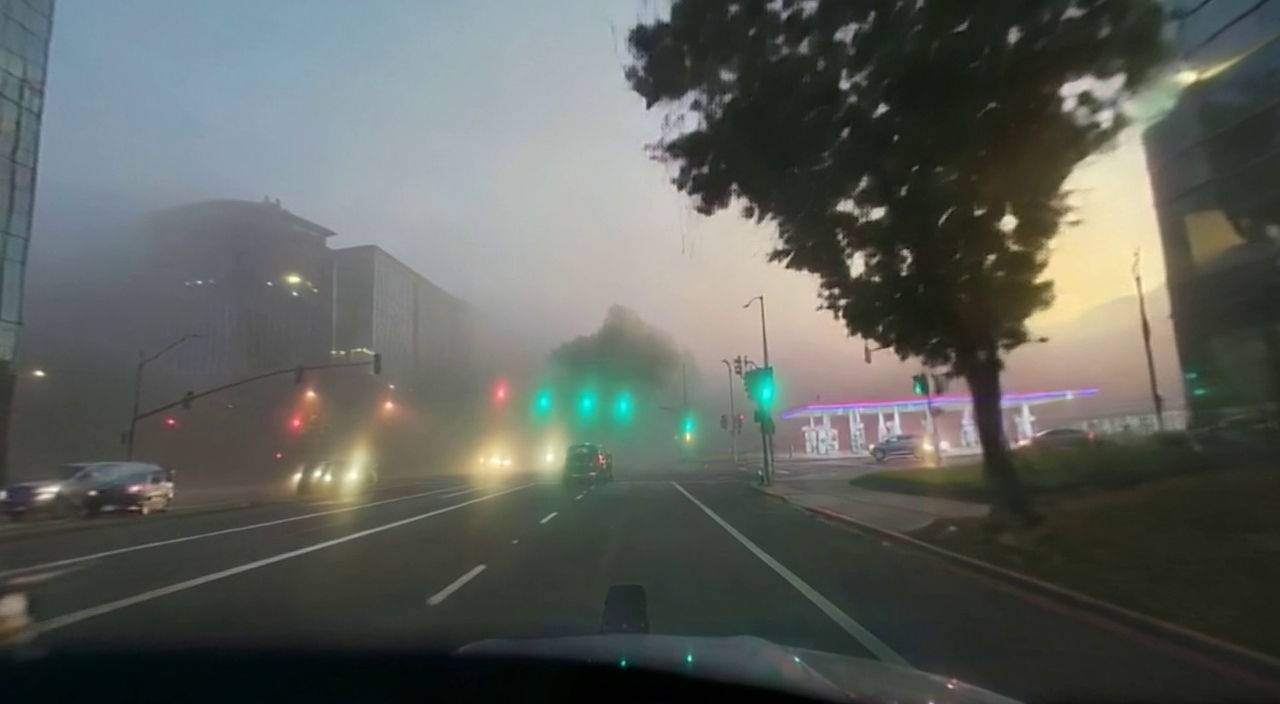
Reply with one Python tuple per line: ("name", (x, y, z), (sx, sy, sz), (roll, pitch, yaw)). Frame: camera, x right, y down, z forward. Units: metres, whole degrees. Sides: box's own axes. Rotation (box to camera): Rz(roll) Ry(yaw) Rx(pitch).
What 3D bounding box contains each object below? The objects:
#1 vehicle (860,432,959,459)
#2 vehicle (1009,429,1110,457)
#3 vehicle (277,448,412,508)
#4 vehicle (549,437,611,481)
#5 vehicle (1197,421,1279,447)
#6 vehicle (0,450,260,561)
("vehicle", (17.563, 6.129, 41.273), (5.708, 1.585, 2.070), (-4, -7, 22))
("vehicle", (25.538, 5.580, 38.537), (4.700, 1.579, 1.823), (-4, -8, 19))
("vehicle", (-9.174, 3.906, 20.088), (2.068, 1.659, 4.509), (0, -8, 1))
("vehicle", (-3.097, 5.717, 34.135), (2.602, 2.091, 6.347), (0, -8, 1))
("vehicle", (34.862, 4.623, 35.357), (4.849, 1.399, 2.057), (-2, -8, 17))
("vehicle", (-9.475, 2.613, 11.582), (1.965, 1.541, 4.718), (0, -8, 1))
